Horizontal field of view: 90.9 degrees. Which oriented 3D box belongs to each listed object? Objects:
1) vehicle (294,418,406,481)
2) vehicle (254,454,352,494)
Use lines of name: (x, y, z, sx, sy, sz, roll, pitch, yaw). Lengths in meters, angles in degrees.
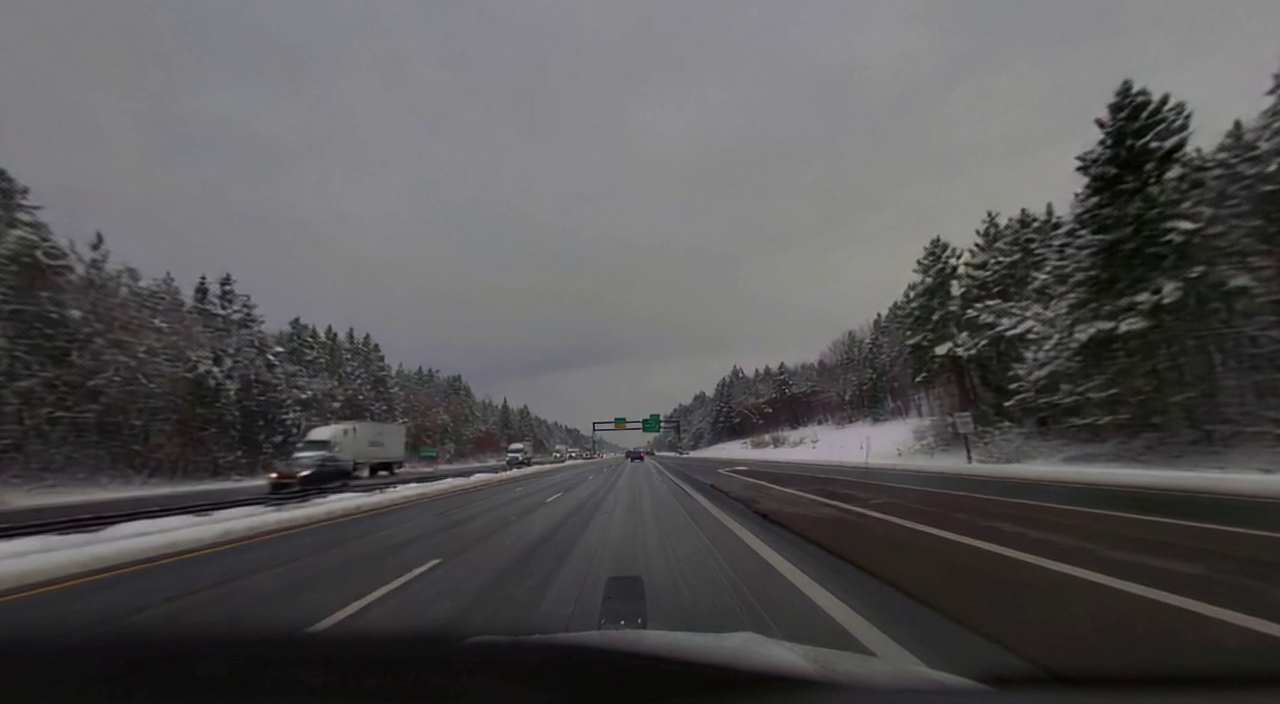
vehicle: (-18.263, 6.267, 40.592, 2.824, 3.571, 9.191, 0, -9, -1)
vehicle: (-14.069, 5.095, 26.608, 1.830, 1.493, 4.238, 0, -9, -1)
